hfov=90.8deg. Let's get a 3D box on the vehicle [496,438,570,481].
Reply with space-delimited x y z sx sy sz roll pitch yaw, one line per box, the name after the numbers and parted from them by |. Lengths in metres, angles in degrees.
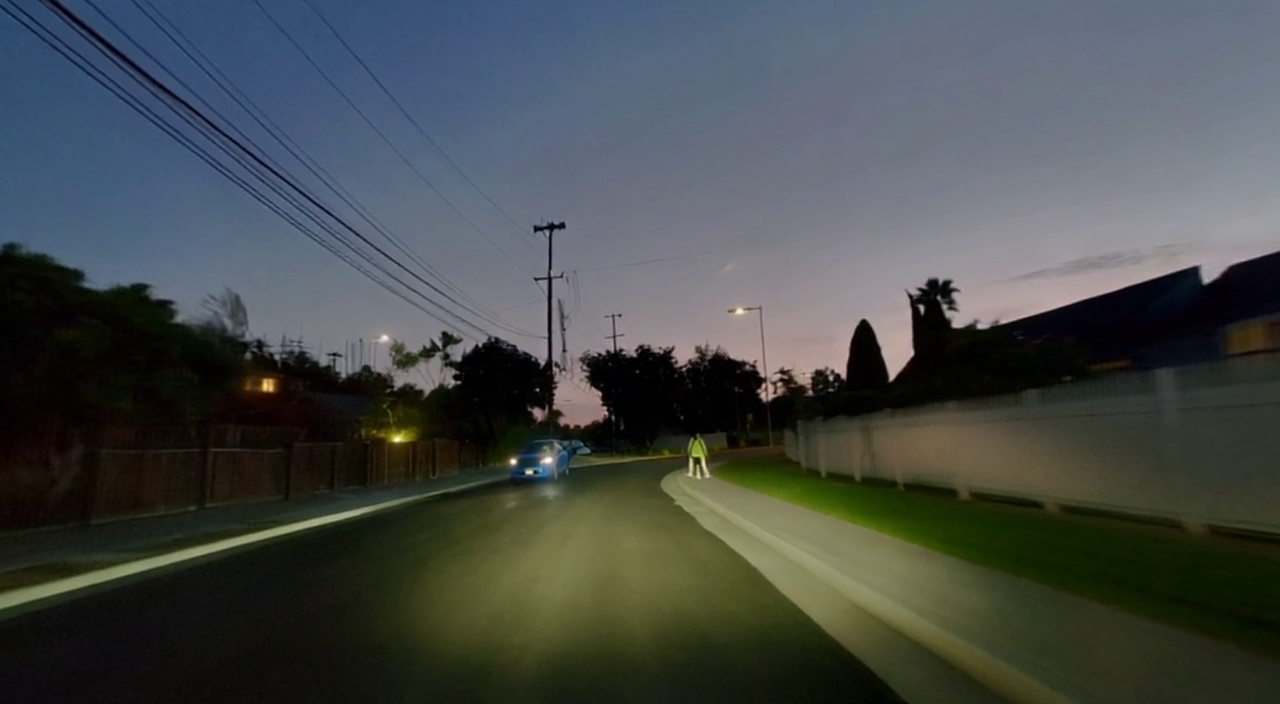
-4.762 4.867 28.909 2.208 1.758 4.529 -1 -8 6 | vehicle
